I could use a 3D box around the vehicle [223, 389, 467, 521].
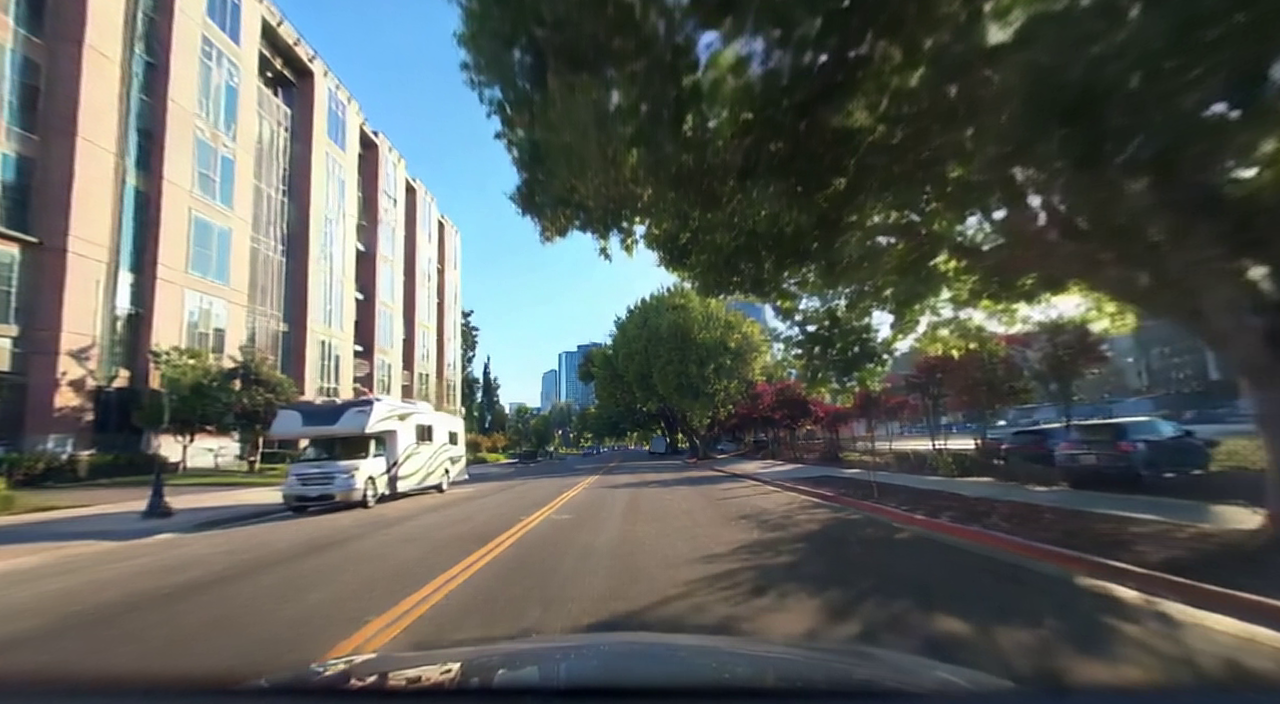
[{"bbox_3d":[-7.349,2.748,17.425,3.108,2.771,7.999,0,-8,-2],"label":"vehicle"}]
